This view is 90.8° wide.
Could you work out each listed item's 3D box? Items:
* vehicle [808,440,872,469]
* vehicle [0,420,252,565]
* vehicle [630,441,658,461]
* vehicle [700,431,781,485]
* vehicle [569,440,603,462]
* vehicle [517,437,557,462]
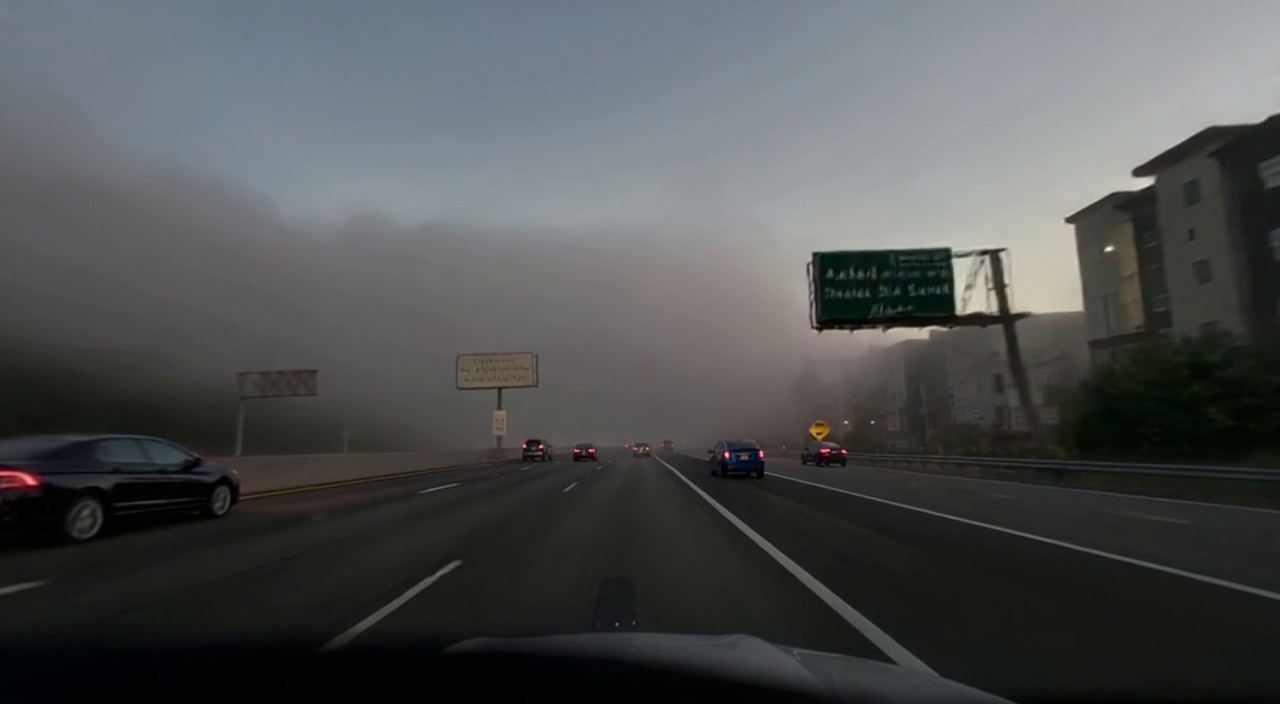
[{"bbox_3d":[10.953,5.648,34.985,2.061,1.459,4.273,0,-9,-1],"label":"vehicle"},{"bbox_3d":[-7.666,1.748,8.491,2.021,1.496,4.495,0,-9,0],"label":"vehicle"},{"bbox_3d":[0.268,7.406,47.185,1.992,1.431,4.055,0,-9,0],"label":"vehicle"},{"bbox_3d":[3.412,3.695,22.316,2.080,1.694,4.286,0,-9,-1],"label":"vehicle"},{"bbox_3d":[-3.757,7.000,44.588,2.002,1.466,4.378,0,-9,0],"label":"vehicle"},{"bbox_3d":[-7.478,7.121,46.288,2.057,1.733,4.589,0,-9,1],"label":"vehicle"}]
